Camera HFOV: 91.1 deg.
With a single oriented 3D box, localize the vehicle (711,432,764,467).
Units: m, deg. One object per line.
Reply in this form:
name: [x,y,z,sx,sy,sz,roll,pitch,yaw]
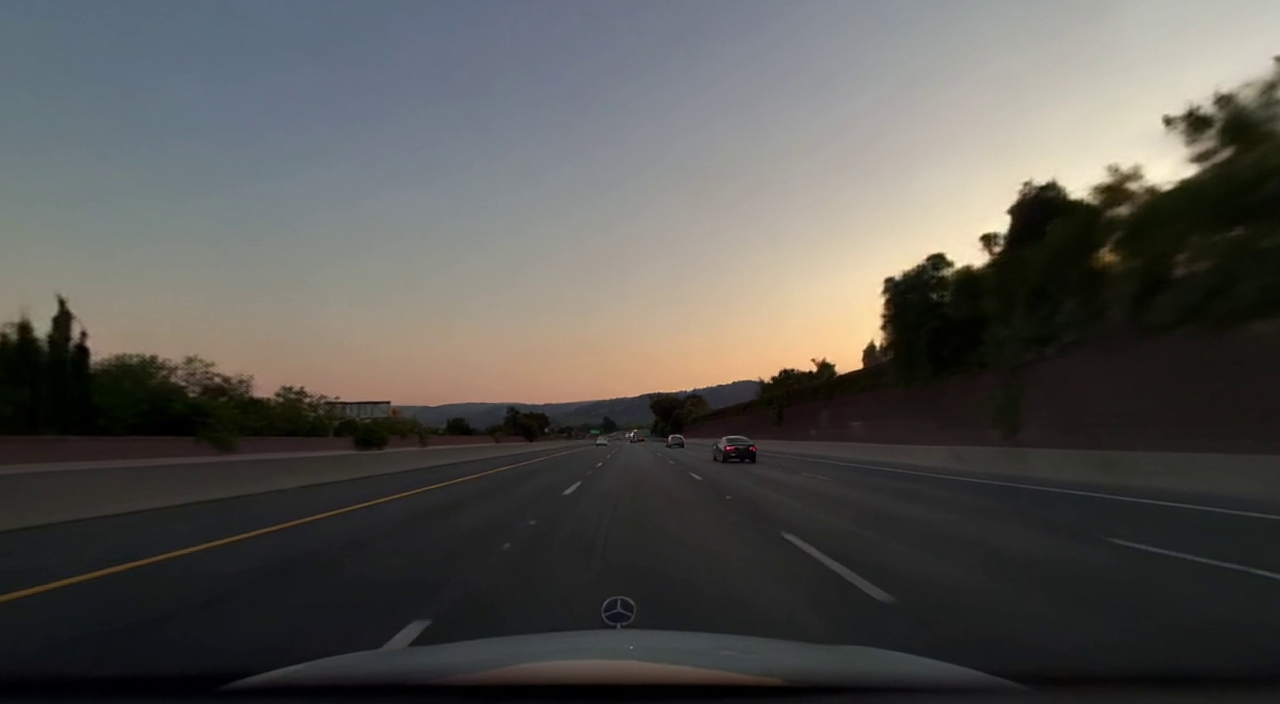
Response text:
vehicle: [4.543,4.572,29.717,1.802,1.492,3.804,0,-8,-1]
